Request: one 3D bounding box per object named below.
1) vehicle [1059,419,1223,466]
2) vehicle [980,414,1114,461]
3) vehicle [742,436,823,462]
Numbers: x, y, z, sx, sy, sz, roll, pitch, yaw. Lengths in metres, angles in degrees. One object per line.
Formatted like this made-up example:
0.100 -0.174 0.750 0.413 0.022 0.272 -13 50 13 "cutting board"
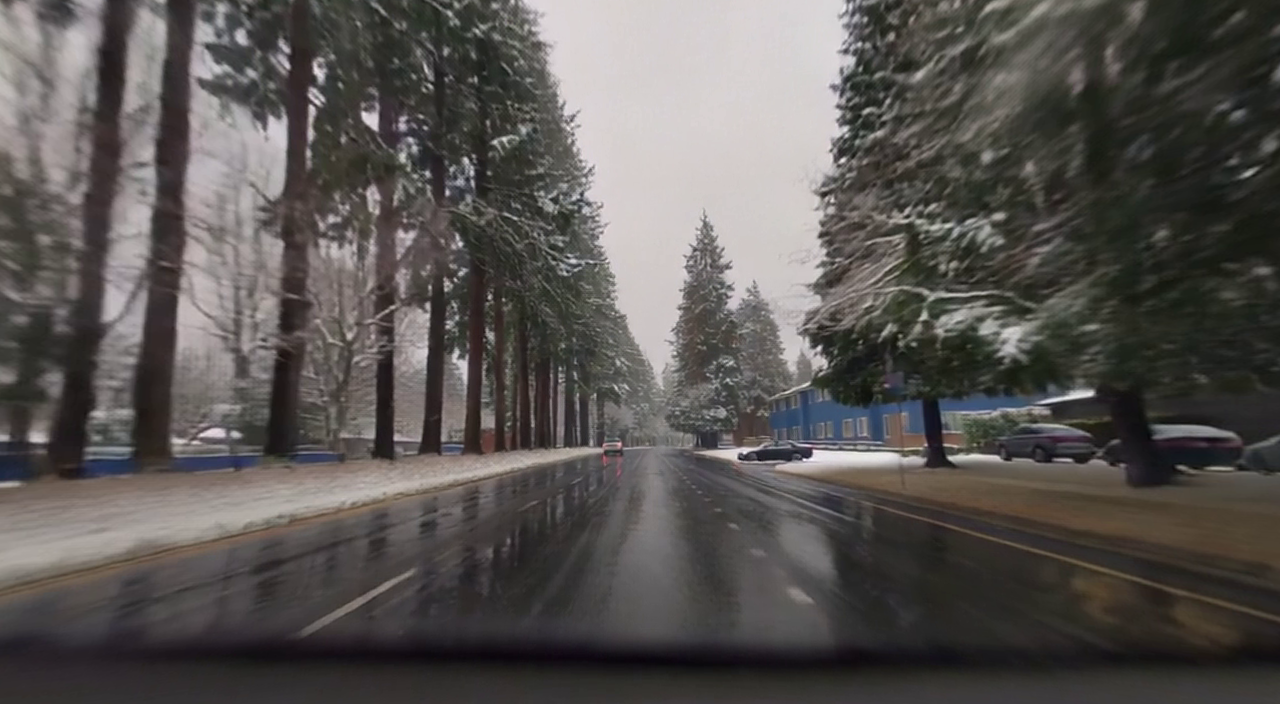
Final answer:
17.037 3.144 21.823 1.825 1.458 4.689 0 -8 0 "vehicle"
17.494 3.744 27.575 2.094 1.813 5.789 -1 -8 2 "vehicle"
8.556 5.897 38.258 4.575 1.514 1.932 -1 -8 7 "vehicle"
